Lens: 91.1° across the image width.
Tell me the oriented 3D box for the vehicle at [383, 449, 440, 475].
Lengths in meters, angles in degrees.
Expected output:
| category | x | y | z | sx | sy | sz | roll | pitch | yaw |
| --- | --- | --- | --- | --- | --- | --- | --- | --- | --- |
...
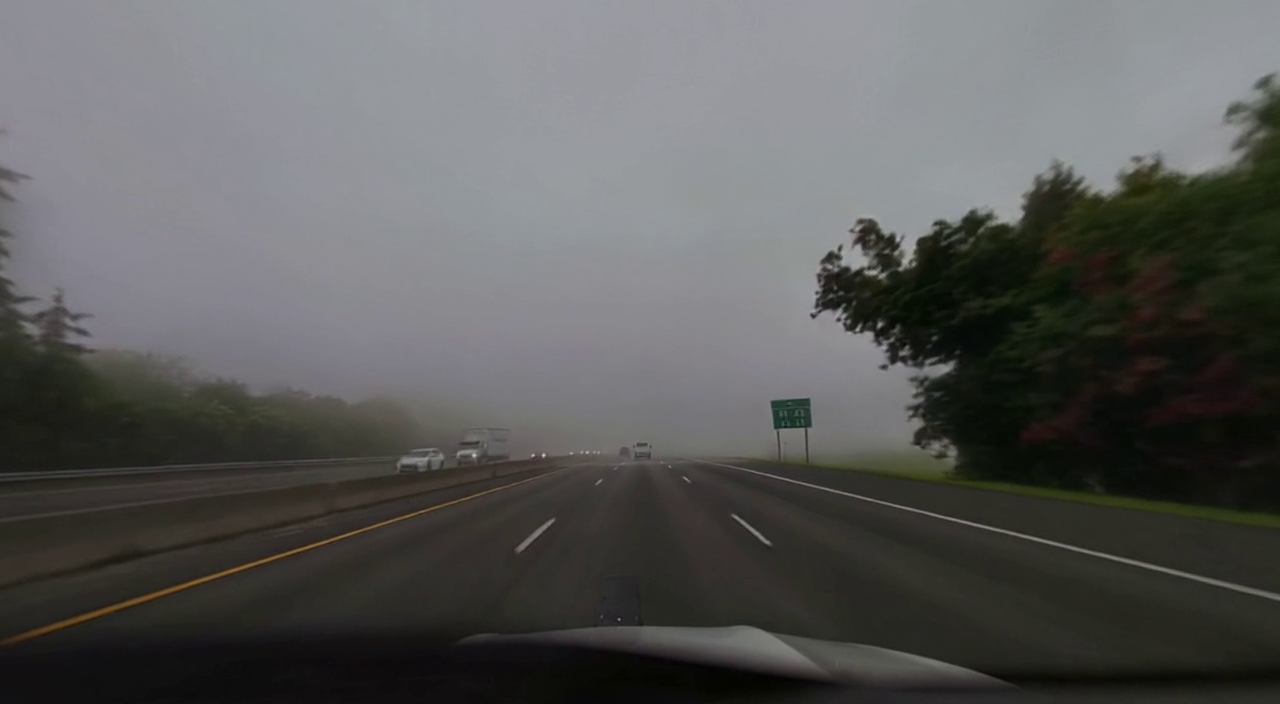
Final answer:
| category | x | y | z | sx | sy | sz | roll | pitch | yaw |
| --- | --- | --- | --- | --- | --- | --- | --- | --- | --- |
| vehicle | -15.596 | 7.500 | 43.175 | 2.013 | 1.613 | 4.700 | -1 | -9 | 2 |
